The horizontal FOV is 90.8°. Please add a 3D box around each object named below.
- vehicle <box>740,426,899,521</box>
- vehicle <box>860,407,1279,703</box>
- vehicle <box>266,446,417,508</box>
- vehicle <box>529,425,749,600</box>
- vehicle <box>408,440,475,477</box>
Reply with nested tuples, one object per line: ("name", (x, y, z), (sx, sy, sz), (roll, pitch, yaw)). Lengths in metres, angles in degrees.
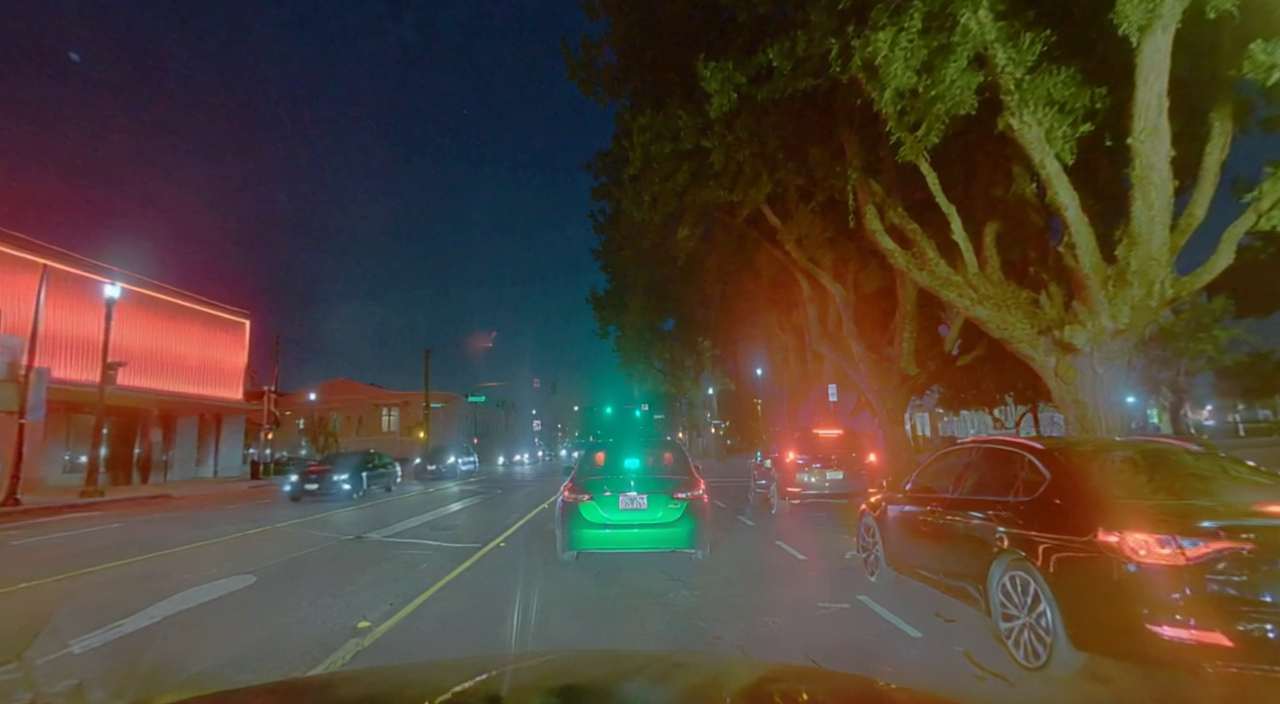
("vehicle", (3.537, 2.483, 13.413), (2.025, 1.660, 4.263), (0, -9, -1))
("vehicle", (3.307, 1.257, 4.474), (1.988, 1.480, 4.195), (0, -9, 0))
("vehicle", (-8.108, 3.394, 17.674), (2.169, 1.477, 4.168), (0, -9, 0))
("vehicle", (-0.021, 1.653, 7.288), (1.887, 1.487, 3.535), (0, -9, 0))
("vehicle", (-10.467, 5.648, 33.786), (2.060, 1.792, 5.170), (0, -9, -2))
